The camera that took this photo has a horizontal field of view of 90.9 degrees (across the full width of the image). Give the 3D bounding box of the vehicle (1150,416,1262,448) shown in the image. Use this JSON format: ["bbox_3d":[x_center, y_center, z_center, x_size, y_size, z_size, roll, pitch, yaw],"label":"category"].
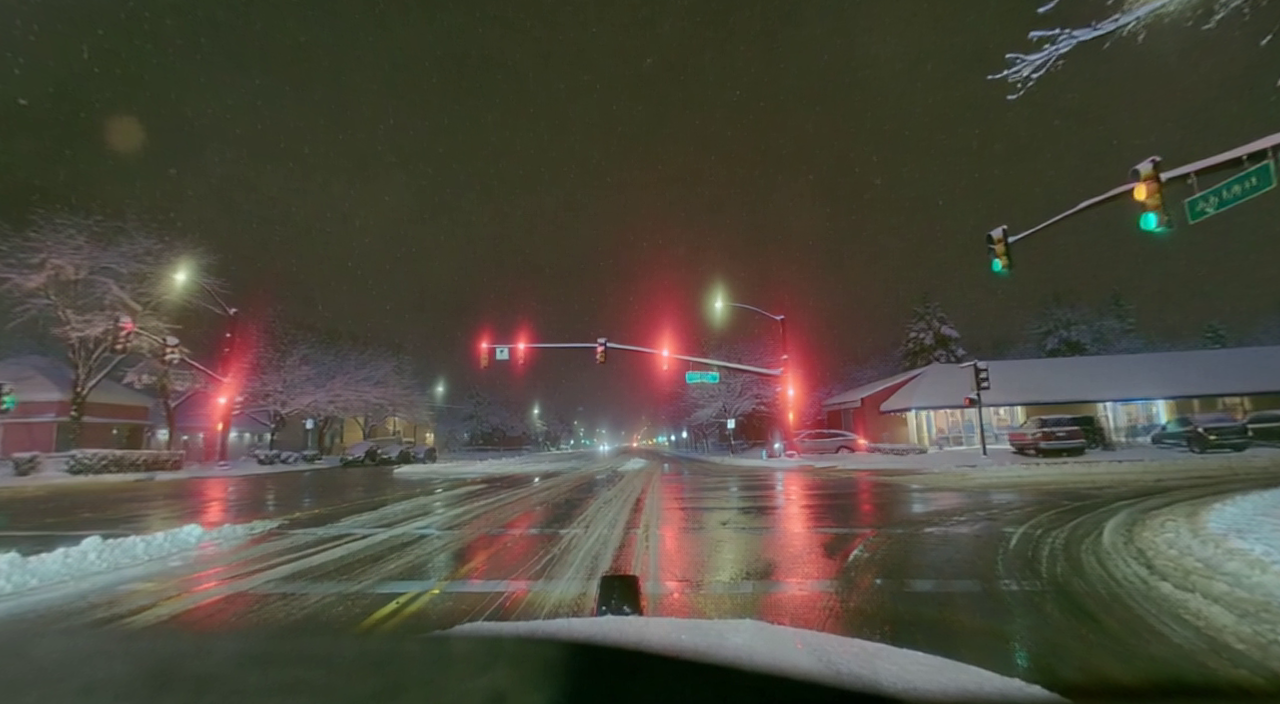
[{"bbox_3d":[28.291,4.072,31.706,1.799,1.459,4.266,-1,-8,3],"label":"vehicle"}]
